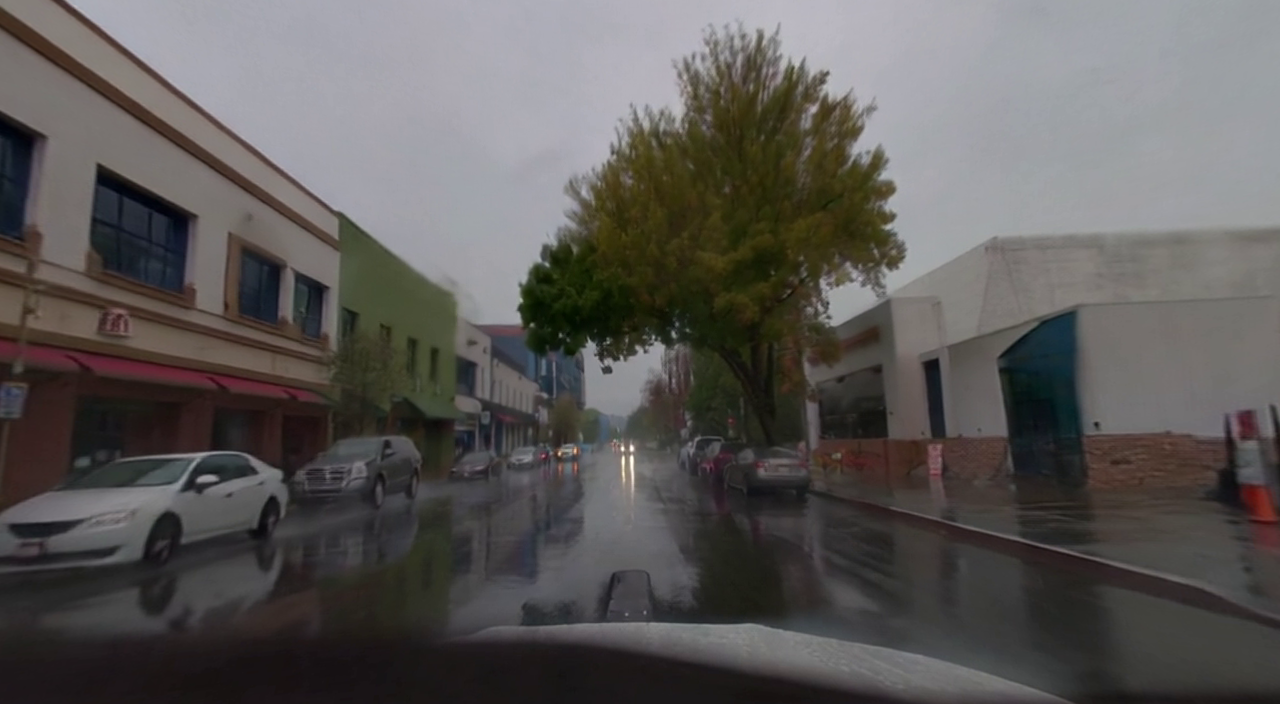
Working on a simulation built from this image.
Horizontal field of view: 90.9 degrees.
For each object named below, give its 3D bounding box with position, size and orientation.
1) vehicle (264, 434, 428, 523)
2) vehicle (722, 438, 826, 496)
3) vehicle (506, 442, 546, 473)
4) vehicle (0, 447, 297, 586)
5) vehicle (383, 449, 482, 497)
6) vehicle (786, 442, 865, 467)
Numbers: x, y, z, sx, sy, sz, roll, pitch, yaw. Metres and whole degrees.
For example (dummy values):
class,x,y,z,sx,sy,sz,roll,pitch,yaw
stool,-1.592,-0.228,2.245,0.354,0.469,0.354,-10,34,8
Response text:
class,x,y,z,sx,sy,sz,roll,pitch,yaw
vehicle,-7.352,3.175,16.469,2.238,1.891,4.780,-1,-8,-4
vehicle,3.869,3.454,19.130,1.973,1.494,4.867,0,-10,-1
vehicle,-7.718,7.262,43.070,1.996,1.770,5.518,-2,-12,-4
vehicle,-7.247,2.236,9.443,1.917,1.487,4.659,-2,-9,-4
vehicle,-7.461,4.398,23.268,2.001,1.502,4.851,-1,-9,1
vehicle,11.954,6.655,40.739,4.499,1.558,2.007,-6,-11,28
